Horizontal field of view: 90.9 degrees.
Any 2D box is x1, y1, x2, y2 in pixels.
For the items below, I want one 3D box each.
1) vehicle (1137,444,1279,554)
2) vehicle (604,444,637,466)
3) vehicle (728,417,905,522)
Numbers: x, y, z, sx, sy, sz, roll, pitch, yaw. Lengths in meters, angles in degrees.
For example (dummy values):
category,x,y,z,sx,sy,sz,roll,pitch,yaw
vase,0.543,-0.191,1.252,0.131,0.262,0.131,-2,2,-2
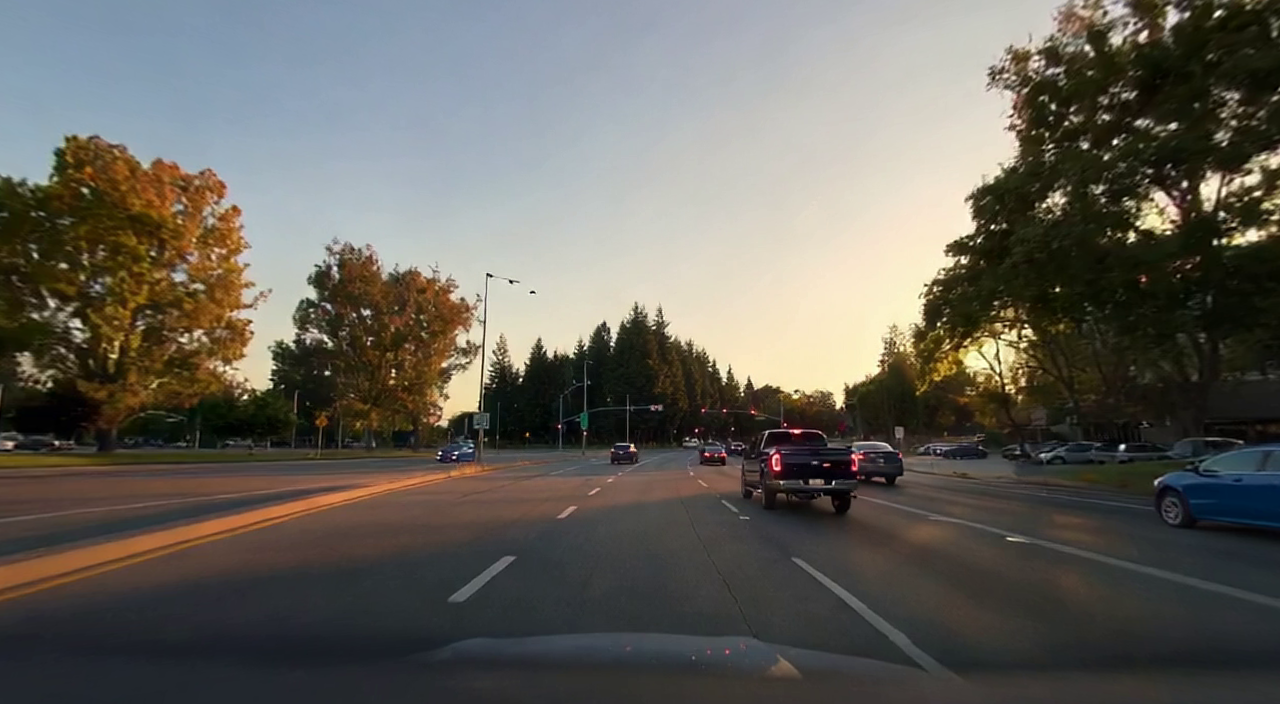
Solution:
category,x,y,z,sx,sy,sz,roll,pitch,yaw
vehicle,9.862,2.103,8.988,1.963,1.513,4.600,1,-8,3
vehicle,-1.406,7.702,47.389,1.958,1.542,4.175,-1,-9,5
vehicle,3.441,2.451,13.769,2.333,1.777,5.713,0,-8,2
